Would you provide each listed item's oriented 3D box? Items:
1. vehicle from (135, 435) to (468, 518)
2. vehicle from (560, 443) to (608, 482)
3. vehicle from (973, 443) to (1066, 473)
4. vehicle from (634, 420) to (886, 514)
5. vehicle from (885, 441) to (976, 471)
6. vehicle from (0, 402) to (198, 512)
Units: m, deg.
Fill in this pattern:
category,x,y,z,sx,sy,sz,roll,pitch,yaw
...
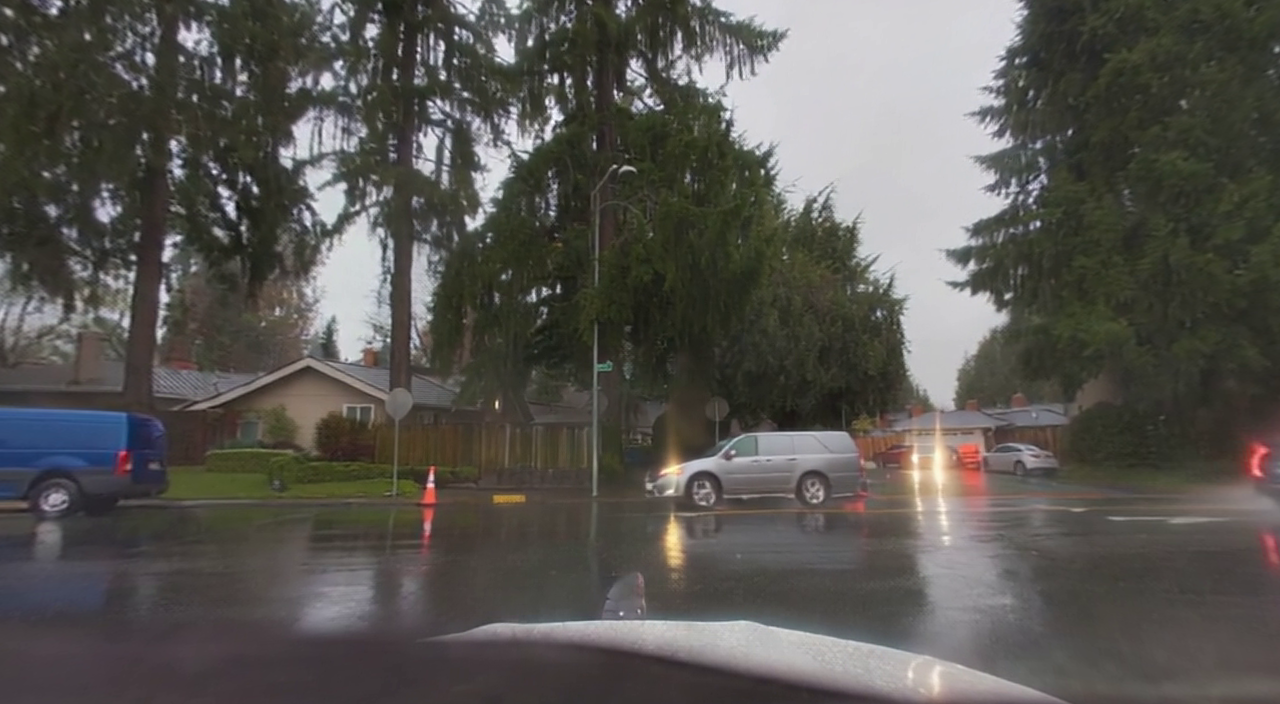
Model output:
category,x,y,z,sx,sy,sz,roll,pitch,yaw
vehicle,-7.916,3.014,15.780,6.643,1.777,2.925,1,-9,-9
vehicle,-2.405,4.551,26.332,1.648,1.430,3.654,4,-9,-9
vehicle,20.107,5.602,33.519,3.863,1.453,1.826,1,-7,-8
vehicle,2.559,2.512,14.109,5.047,1.851,2.103,2,-9,-12
vehicle,19.163,6.863,41.776,4.984,1.912,2.132,1,-9,-9
vehicle,-15.494,2.502,14.793,7.824,2.323,2.863,0,-10,-7
